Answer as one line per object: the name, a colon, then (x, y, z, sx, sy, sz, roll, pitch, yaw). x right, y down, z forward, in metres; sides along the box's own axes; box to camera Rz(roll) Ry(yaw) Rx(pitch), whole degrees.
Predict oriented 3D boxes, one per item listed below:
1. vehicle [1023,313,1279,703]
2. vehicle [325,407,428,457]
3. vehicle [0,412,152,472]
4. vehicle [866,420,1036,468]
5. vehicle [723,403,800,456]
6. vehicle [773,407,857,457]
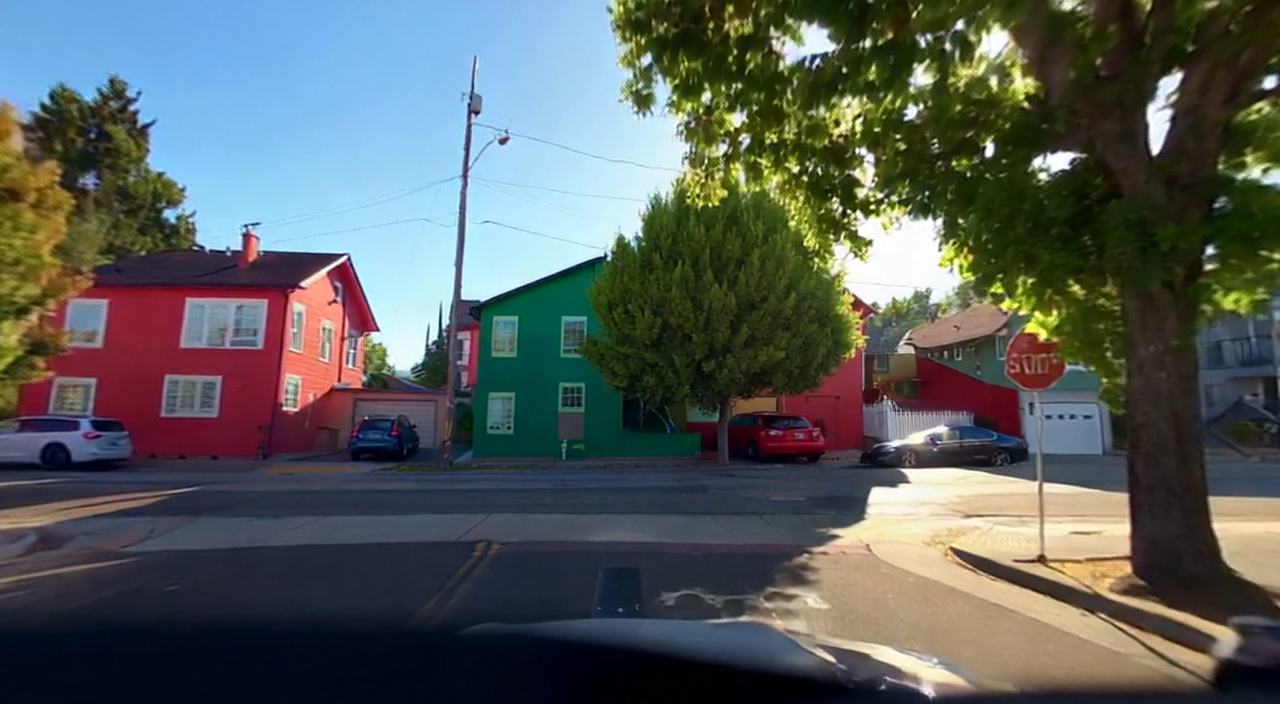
vehicle: (3.290, 0.606, 0.884, 2.109, 1.811, 4.886, 0, -8, -5)
vehicle: (-10.167, 3.177, 24.763, 2.091, 1.760, 4.760, 0, -8, -2)
vehicle: (-18.125, 2.771, 19.339, 4.417, 1.703, 2.093, 0, -8, -3)
vehicle: (10.297, 3.086, 21.144, 4.644, 1.482, 1.997, 0, -8, 1)
vehicle: (4.718, 3.056, 25.176, 2.081, 1.891, 4.367, -1, -6, -2)
vehicle: (6.900, 3.220, 25.295, 2.053, 1.756, 4.034, -1, -8, -2)
